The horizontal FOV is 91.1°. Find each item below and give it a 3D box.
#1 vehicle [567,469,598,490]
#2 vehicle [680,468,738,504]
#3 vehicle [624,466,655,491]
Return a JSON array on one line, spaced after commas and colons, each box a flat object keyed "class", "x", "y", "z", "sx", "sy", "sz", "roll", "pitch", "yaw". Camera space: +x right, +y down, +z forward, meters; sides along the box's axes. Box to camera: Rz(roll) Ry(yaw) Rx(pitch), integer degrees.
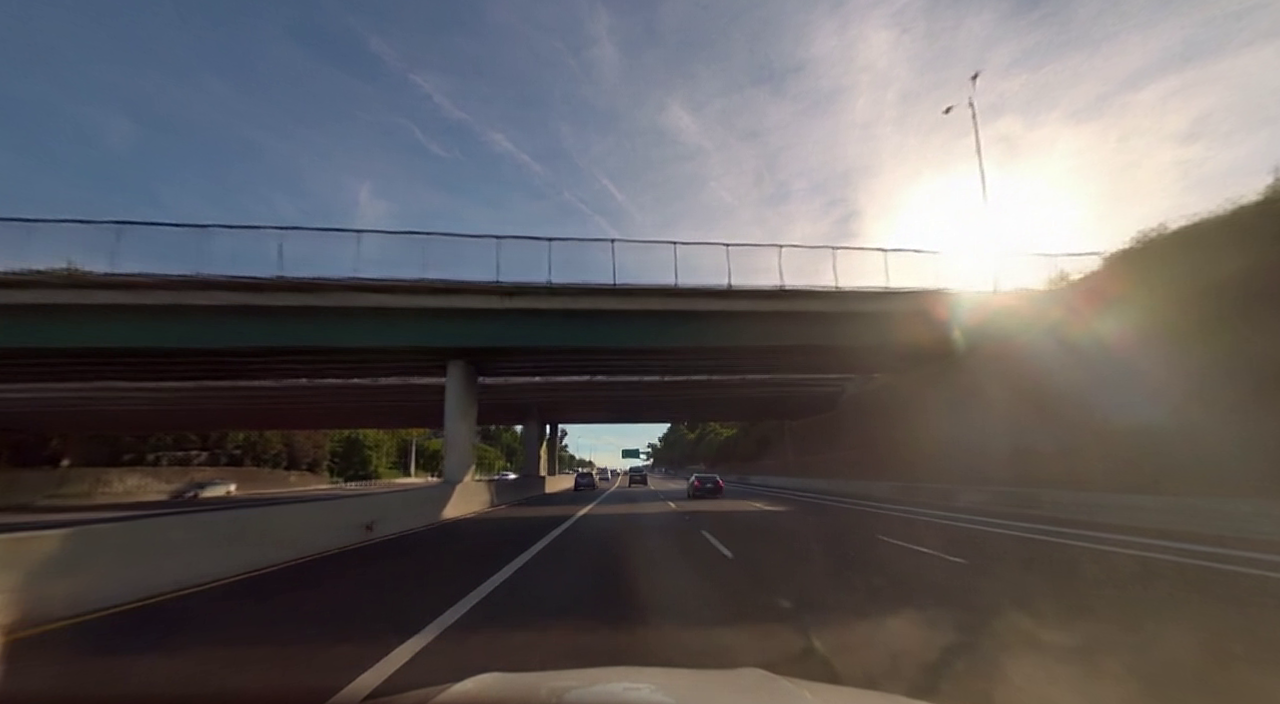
[{"class": "vehicle", "x": -4.291, "y": 9.647, "z": 47.616, "sx": 1.975, "sy": 1.486, "sz": 3.903, "roll": 1, "pitch": -11, "yaw": 0}, {"class": "vehicle", "x": 3.142, "y": 6.272, "z": 29.649, "sx": 2.092, "sy": 1.518, "sz": 4.348, "roll": 1, "pitch": -11, "yaw": -2}, {"class": "vehicle", "x": -0.096, "y": 9.364, "z": 46.501, "sx": 2.181, "sy": 1.698, "sz": 4.056, "roll": 1, "pitch": -11, "yaw": -1}]
